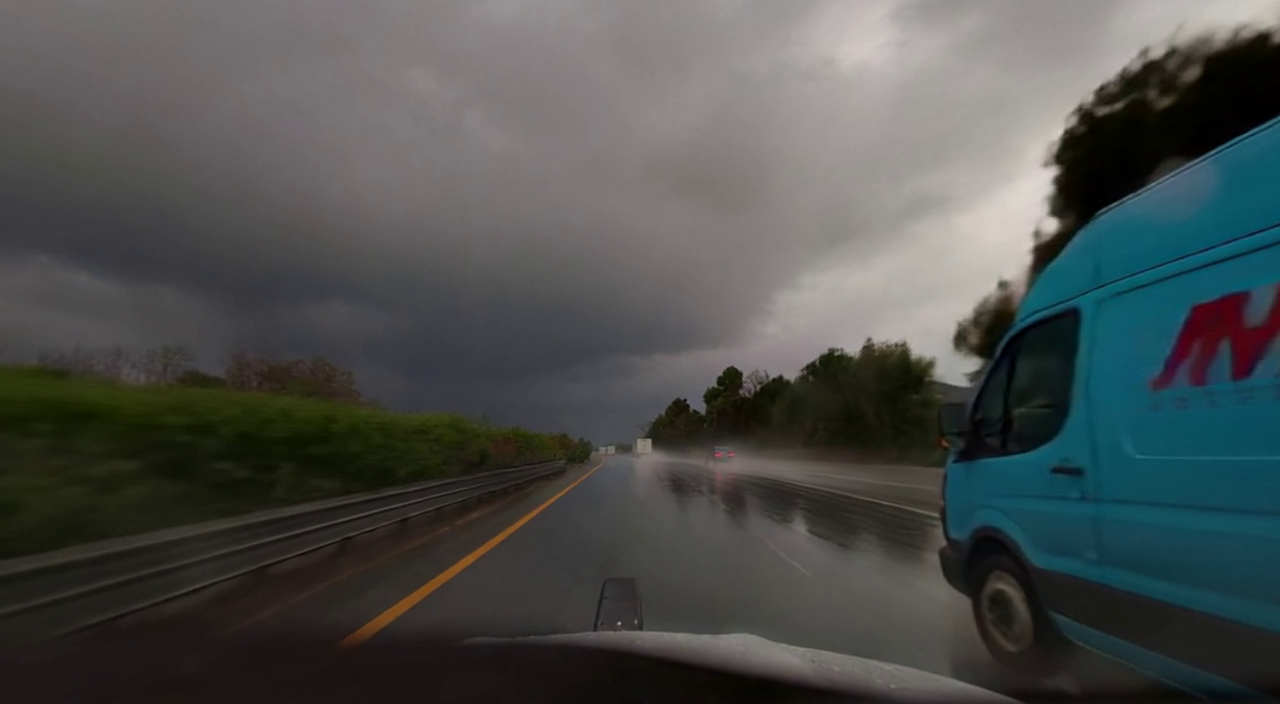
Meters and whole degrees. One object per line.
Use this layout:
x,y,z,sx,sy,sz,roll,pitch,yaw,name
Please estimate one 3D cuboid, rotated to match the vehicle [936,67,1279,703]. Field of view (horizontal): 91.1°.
3.483,0.125,0.920,2.355,2.664,7.367,0,-9,-1,vehicle
